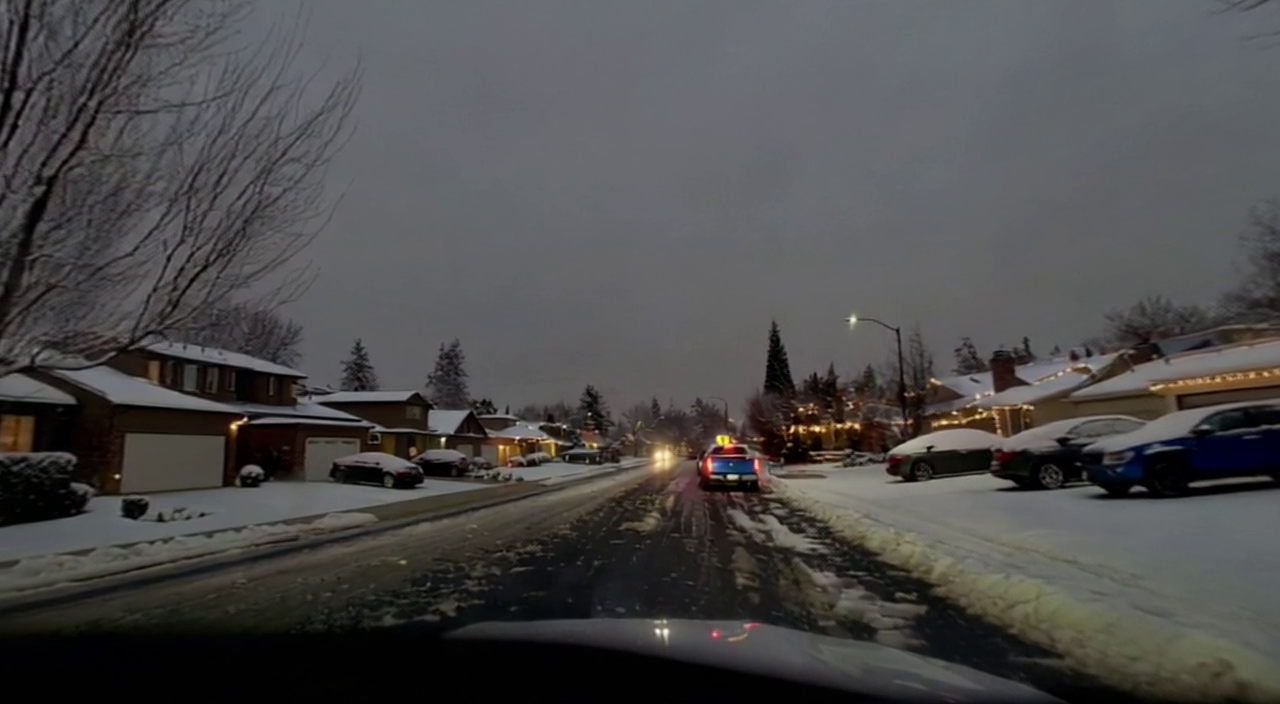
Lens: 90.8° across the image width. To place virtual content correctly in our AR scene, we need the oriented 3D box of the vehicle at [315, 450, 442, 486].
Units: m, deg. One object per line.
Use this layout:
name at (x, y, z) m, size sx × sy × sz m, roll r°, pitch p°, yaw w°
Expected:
vehicle at (-11.612, 5.187, 28.263) m, size 4.916 × 1.485 × 1.807 m, roll -1°, pitch -8°, yaw 3°

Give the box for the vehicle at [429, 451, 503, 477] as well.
vehicle at (-11.462, 7.406, 41.798) m, size 4.319 × 1.605 × 1.770 m, roll -1°, pitch -8°, yaw 1°

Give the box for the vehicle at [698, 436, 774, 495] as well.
vehicle at (3.723, 4.366, 24.869) m, size 2.552 × 2.024 × 5.414 m, roll -2°, pitch -8°, yaw 8°

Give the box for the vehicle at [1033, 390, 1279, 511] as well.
vehicle at (9.592, 1.559, 10.573) m, size 4.554 × 1.515 × 1.858 m, roll -8°, pitch -9°, yaw 8°
